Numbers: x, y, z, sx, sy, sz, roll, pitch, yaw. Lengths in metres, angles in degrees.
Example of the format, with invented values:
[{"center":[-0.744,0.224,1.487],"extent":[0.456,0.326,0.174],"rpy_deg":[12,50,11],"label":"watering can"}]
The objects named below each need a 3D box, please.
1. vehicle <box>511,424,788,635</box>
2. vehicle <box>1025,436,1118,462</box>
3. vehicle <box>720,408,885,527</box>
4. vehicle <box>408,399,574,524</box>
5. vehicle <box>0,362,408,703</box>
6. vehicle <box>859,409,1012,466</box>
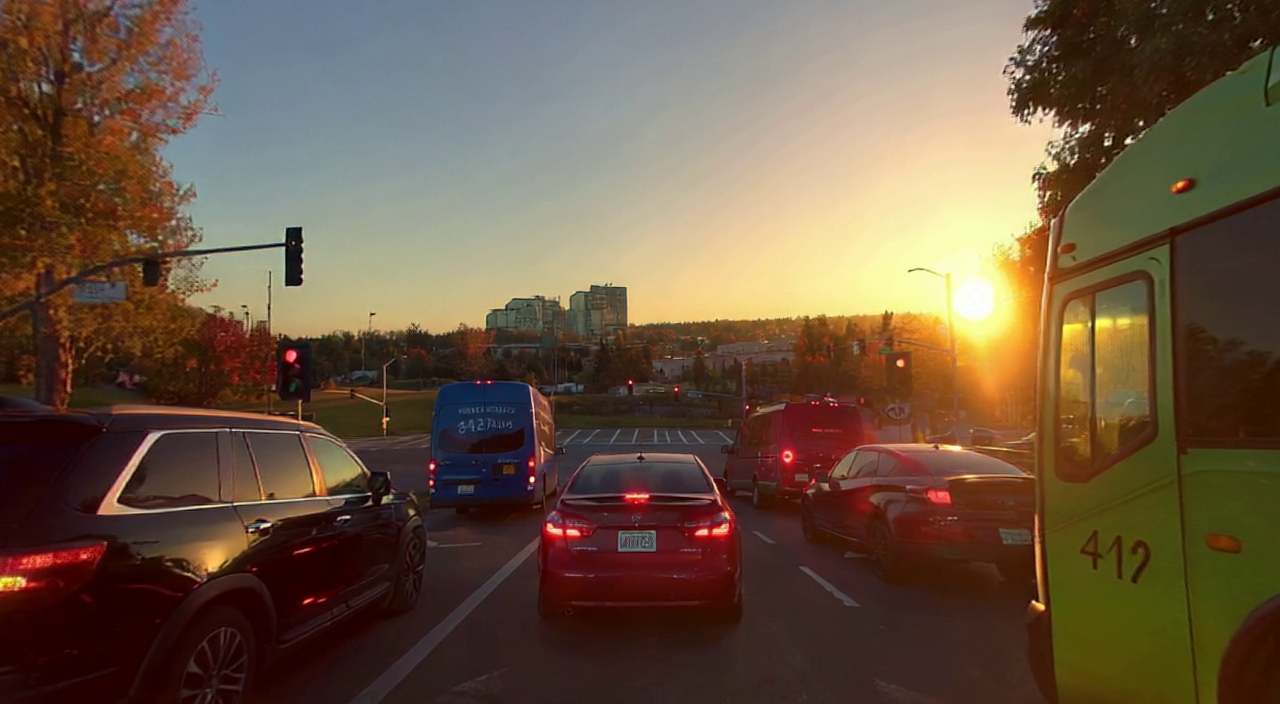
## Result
[{"center":[0.060,1.546,6.413],"extent":[1.976,1.485,3.624],"rpy_deg":[0,-8,0],"label":"vehicle"},{"center":[25.884,5.822,37.997],"extent":[4.229,1.489,1.794],"rpy_deg":[0,-8,-1],"label":"vehicle"},{"center":[3.152,2.397,13.686],"extent":[2.143,2.036,5.367],"rpy_deg":[0,-8,0],"label":"vehicle"},{"center":[-2.944,2.344,13.974],"extent":[2.335,2.221,5.165],"rpy_deg":[0,-8,1],"label":"vehicle"},{"center":[-3.416,1.183,4.620],"extent":[1.921,1.701,3.989],"rpy_deg":[0,-8,0],"label":"vehicle"},{"center":[17.581,5.134,37.929],"extent":[7.839,3.213,2.628],"rpy_deg":[0,-8,-3],"label":"vehicle"}]
